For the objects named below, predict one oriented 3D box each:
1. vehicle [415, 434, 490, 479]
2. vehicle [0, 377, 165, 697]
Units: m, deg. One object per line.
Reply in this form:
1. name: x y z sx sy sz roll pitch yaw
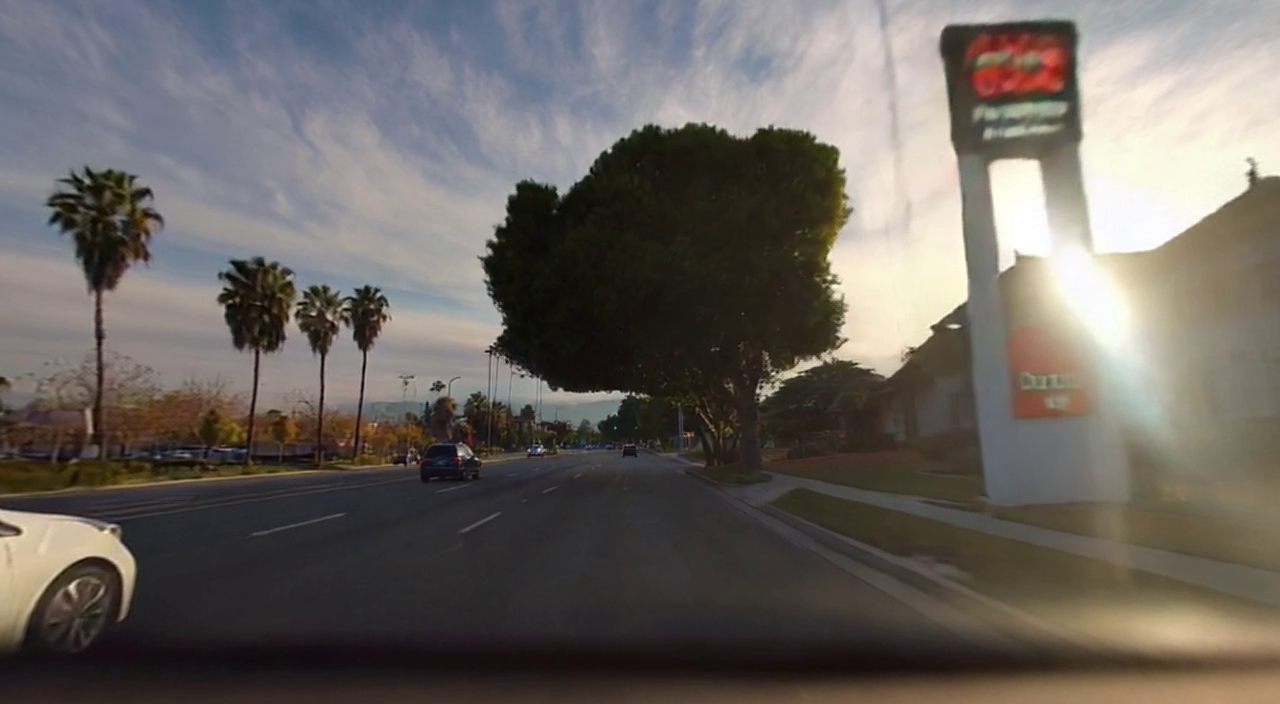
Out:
1. vehicle: -8.296 4.679 28.339 2.136 1.844 4.363 1 -8 -2
2. vehicle: -4.370 0.814 2.268 2.041 1.666 4.182 1 -8 -1
